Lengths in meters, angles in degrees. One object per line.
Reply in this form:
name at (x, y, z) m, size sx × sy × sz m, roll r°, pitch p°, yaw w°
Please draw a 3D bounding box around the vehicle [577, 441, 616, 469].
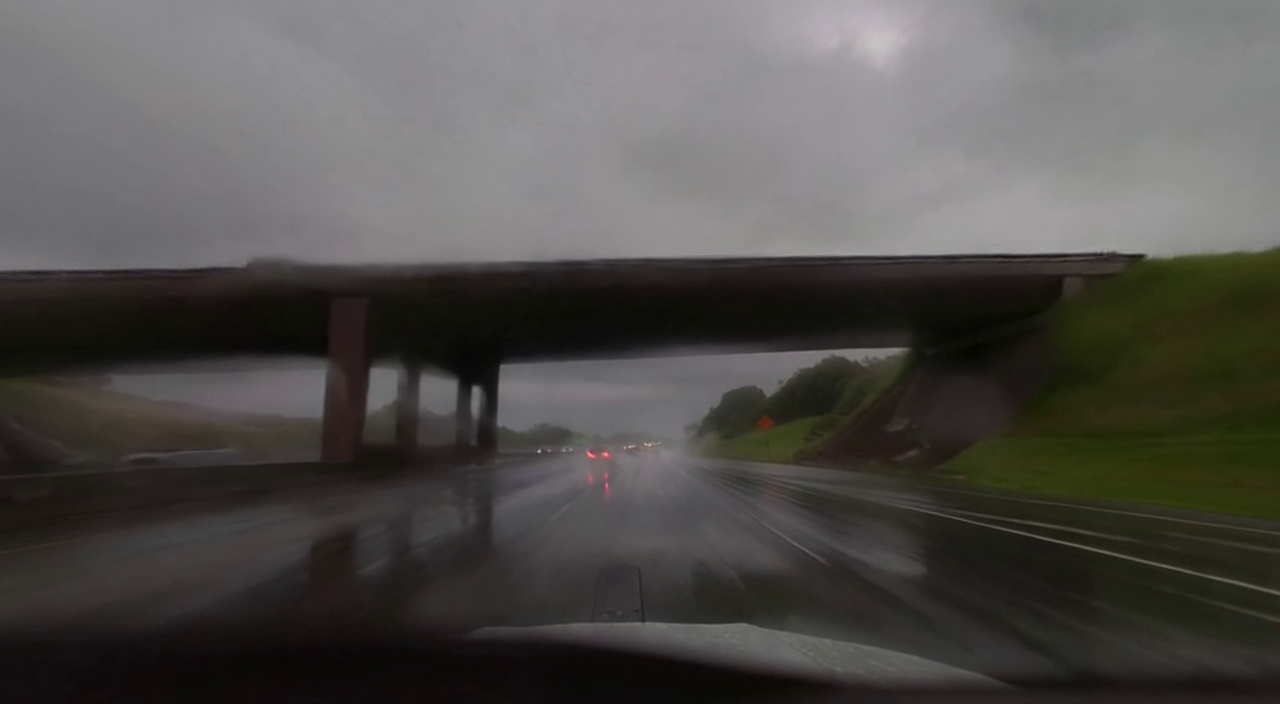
vehicle at (-2.912, 7.004, 42.988) m, size 2.181 × 1.730 × 4.517 m, roll -1°, pitch -9°, yaw 2°
